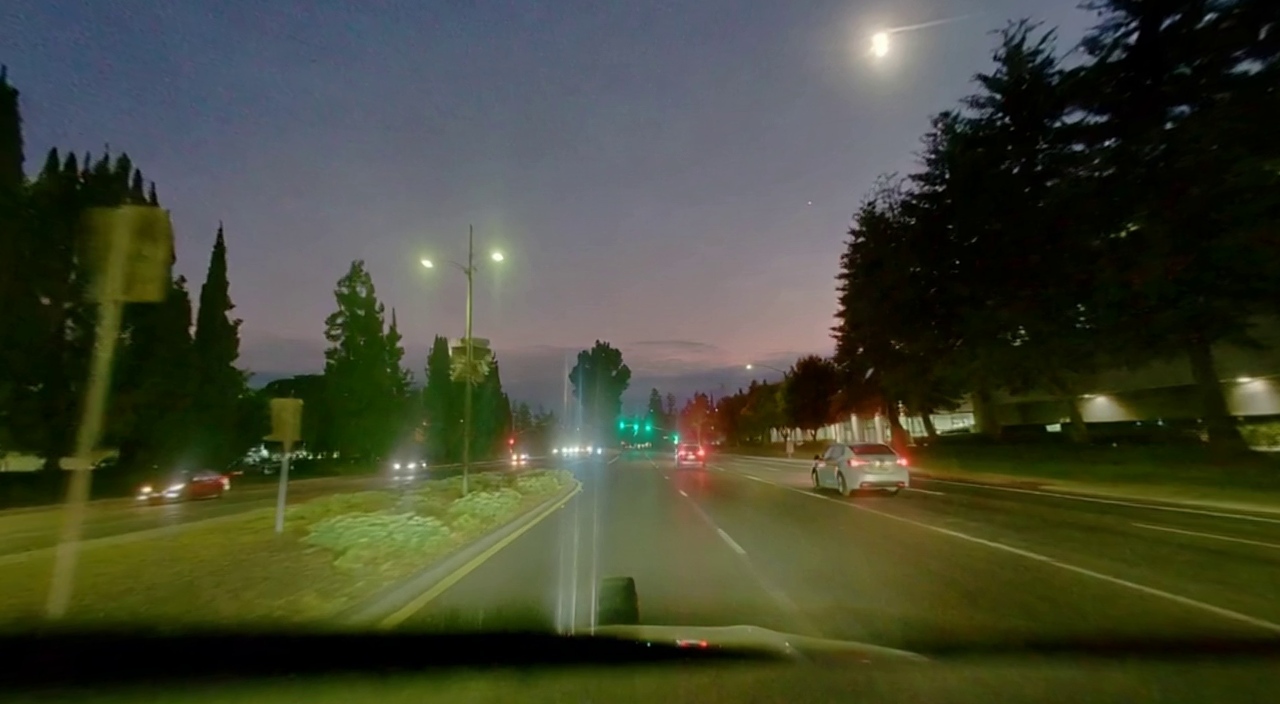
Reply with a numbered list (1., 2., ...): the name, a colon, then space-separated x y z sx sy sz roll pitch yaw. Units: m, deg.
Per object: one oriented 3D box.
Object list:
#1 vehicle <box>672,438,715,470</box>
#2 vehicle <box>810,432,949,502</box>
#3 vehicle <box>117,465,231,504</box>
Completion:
1. vehicle: 3.104 6.061 37.607 2.095 1.759 4.862 0 -9 -1
2. vehicle: 6.193 3.014 16.954 2.000 1.618 4.238 0 -9 -1
3. vehicle: -21.497 6.106 29.428 1.900 1.479 4.520 0 -9 0
